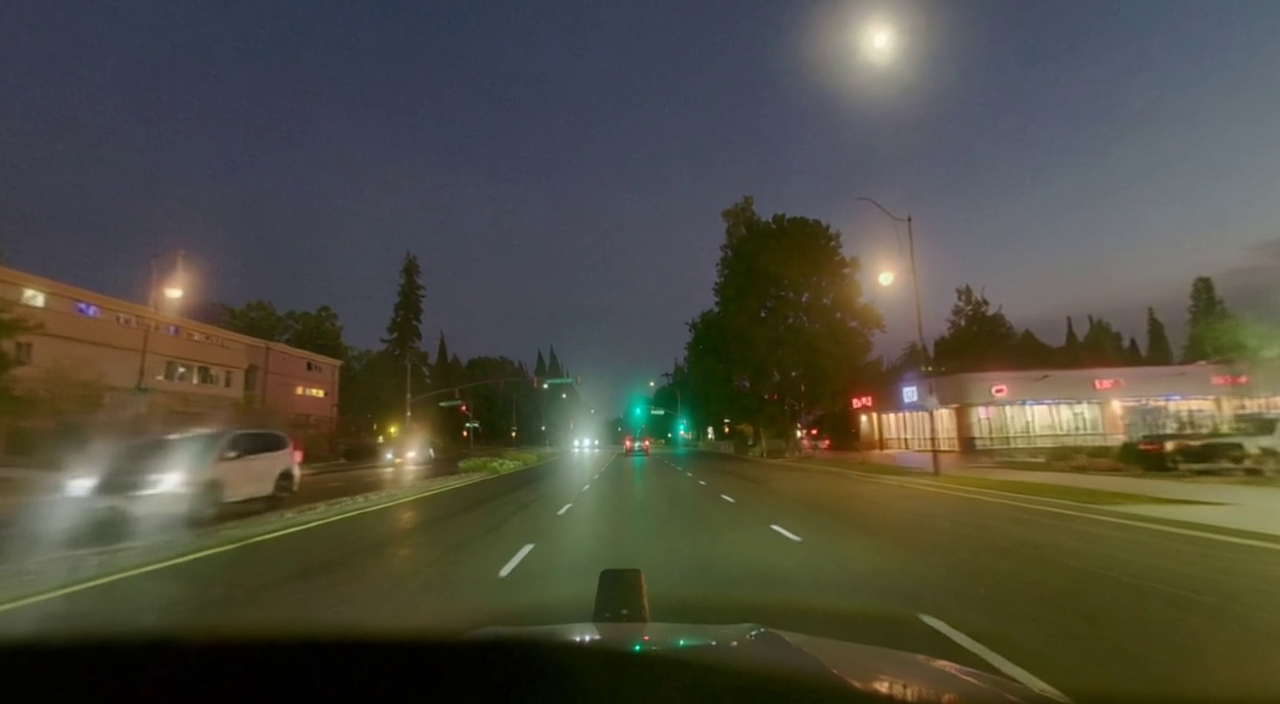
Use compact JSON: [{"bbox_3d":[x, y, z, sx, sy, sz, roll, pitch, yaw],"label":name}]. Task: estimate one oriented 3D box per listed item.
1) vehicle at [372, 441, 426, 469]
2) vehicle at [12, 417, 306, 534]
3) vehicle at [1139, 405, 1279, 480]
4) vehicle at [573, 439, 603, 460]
[{"bbox_3d":[-15.691,6.704,41.350,1.834,1.694,4.405,0,-8,0],"label":"vehicle"},{"bbox_3d":[-8.661,2.240,12.072,2.149,1.793,4.468,0,-8,-2],"label":"vehicle"},{"bbox_3d":[17.364,2.496,17.500,5.117,1.933,2.035,-1,-8,3],"label":"vehicle"},{"bbox_3d":[-3.882,7.286,47.319,1.942,1.497,4.561,0,-8,-1],"label":"vehicle"}]
